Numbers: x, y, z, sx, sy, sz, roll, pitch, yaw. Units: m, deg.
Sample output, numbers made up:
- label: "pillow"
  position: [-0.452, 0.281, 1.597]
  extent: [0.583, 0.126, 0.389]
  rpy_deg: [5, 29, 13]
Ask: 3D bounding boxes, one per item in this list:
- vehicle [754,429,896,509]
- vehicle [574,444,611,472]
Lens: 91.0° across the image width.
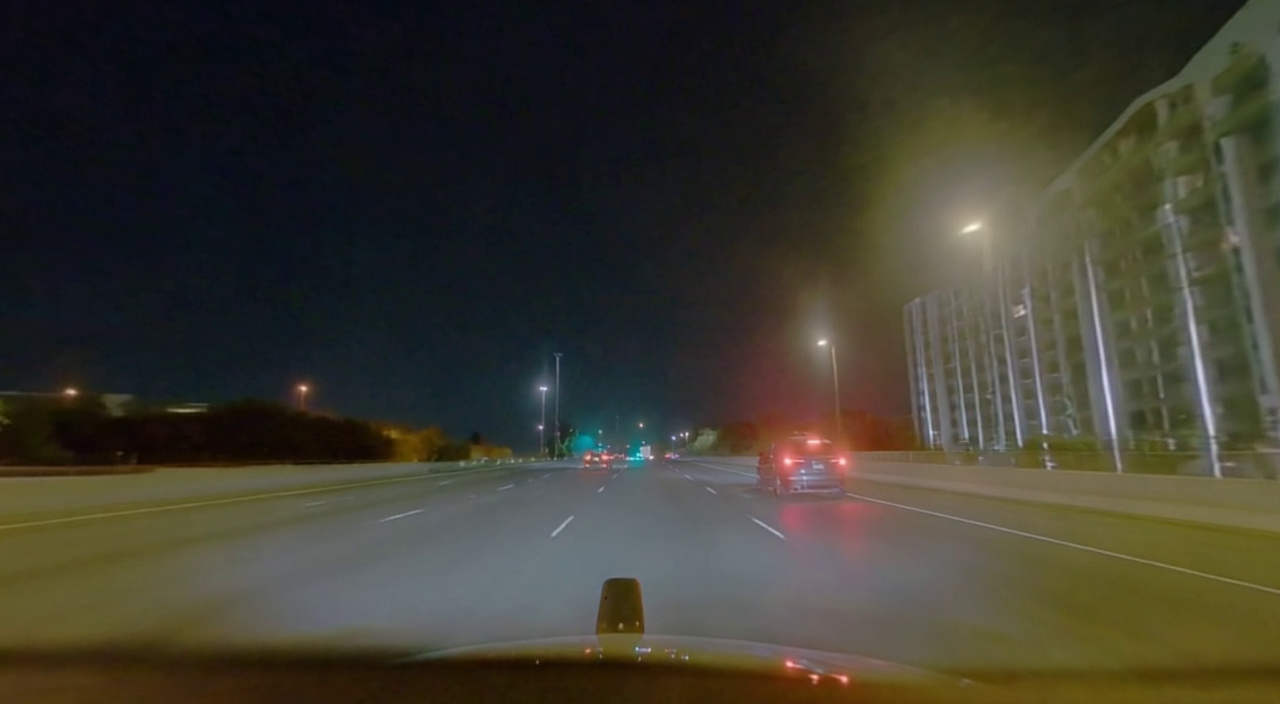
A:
- label: "vehicle"
  position: [4.457, 2.908, 16.093]
  extent: [2.170, 1.733, 4.631]
  rpy_deg: [0, -9, -1]
- label: "vehicle"
  position: [-3.084, 7.039, 42.069]
  extent: [2.075, 1.721, 4.763]
  rpy_deg: [0, -9, 0]
